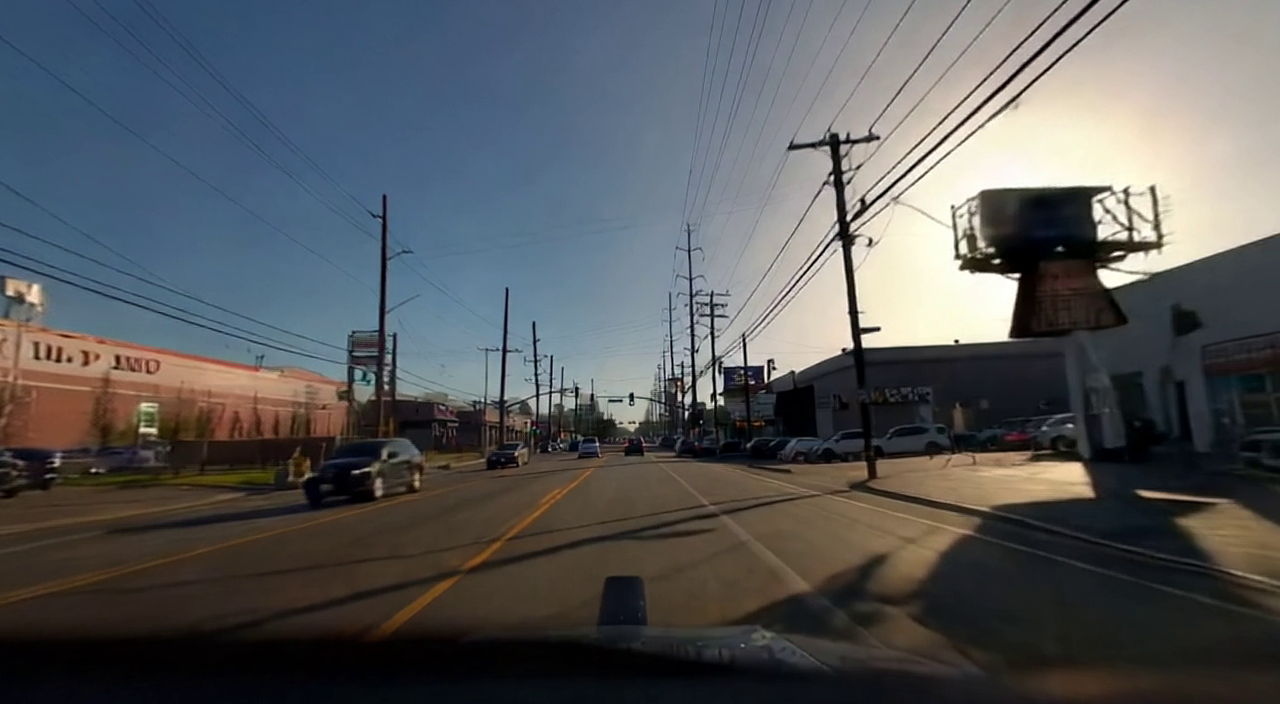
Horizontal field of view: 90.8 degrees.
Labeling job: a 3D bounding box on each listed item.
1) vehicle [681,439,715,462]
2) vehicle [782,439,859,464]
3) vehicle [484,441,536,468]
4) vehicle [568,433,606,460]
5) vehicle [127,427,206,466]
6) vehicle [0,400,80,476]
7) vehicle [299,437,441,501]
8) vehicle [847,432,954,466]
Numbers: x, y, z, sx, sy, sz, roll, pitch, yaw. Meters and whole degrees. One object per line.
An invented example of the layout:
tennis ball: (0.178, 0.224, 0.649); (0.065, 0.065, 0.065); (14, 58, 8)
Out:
vehicle: (4.038, 6.964, 44.775); (1.926, 1.482, 4.442); (0, -8, -1)
vehicle: (11.298, 6.261, 39.705); (4.238, 1.464, 1.862); (0, -9, 2)
vehicle: (-7.435, 5.916, 36.631); (2.020, 1.479, 4.612); (0, -8, 0)
vehicle: (-3.910, 7.073, 47.356); (2.277, 1.904, 5.583); (0, -8, 1)
vehicle: (-33.069, 6.628, 44.206); (3.915, 2.641, 1.656); (1, -9, -3)
vehicle: (-32.241, 4.555, 33.362); (3.976, 3.736, 2.624); (-6, -11, 33)
vehicle: (-7.282, 3.191, 17.677); (1.952, 1.536, 4.623); (0, -8, 0)
vehicle: (15.077, 5.617, 36.768); (5.307, 1.877, 2.052); (0, -8, -1)
